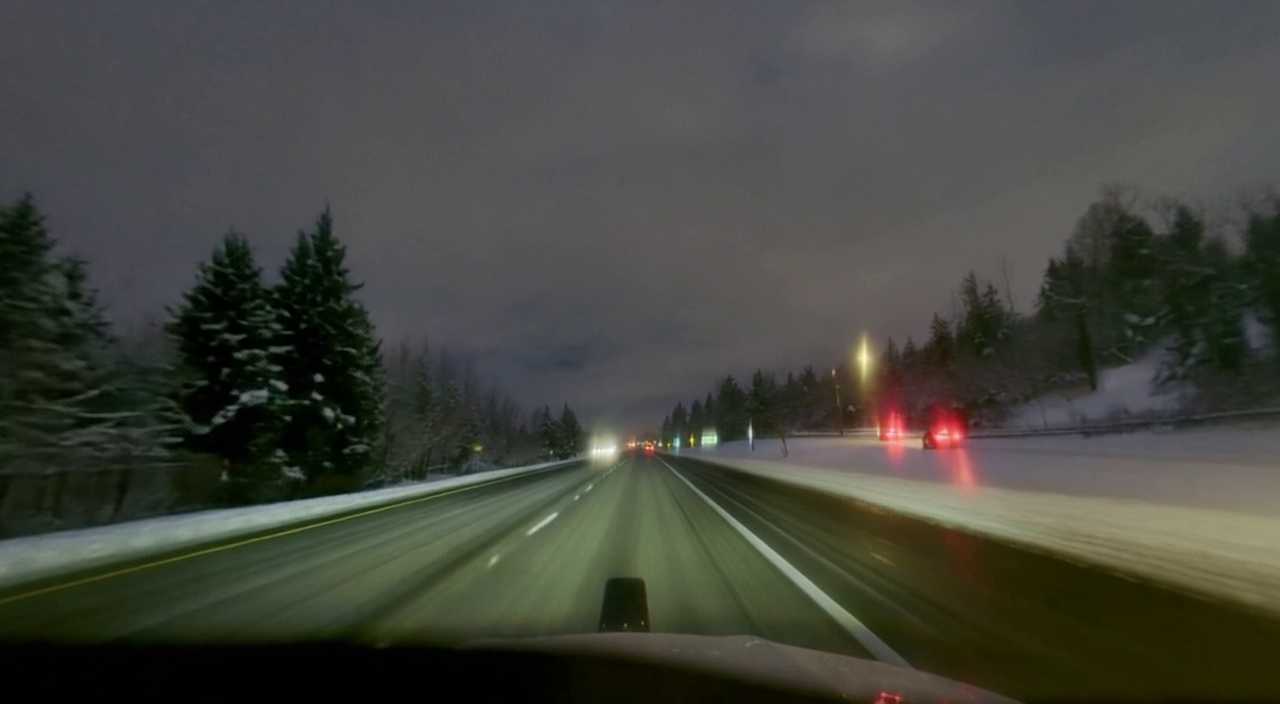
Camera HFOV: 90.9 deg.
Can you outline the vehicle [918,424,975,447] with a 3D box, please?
[{"bbox_3d":[23.761,6.512,49.017,2.235,1.713,4.397,0,-8,1],"label":"vehicle"}]
